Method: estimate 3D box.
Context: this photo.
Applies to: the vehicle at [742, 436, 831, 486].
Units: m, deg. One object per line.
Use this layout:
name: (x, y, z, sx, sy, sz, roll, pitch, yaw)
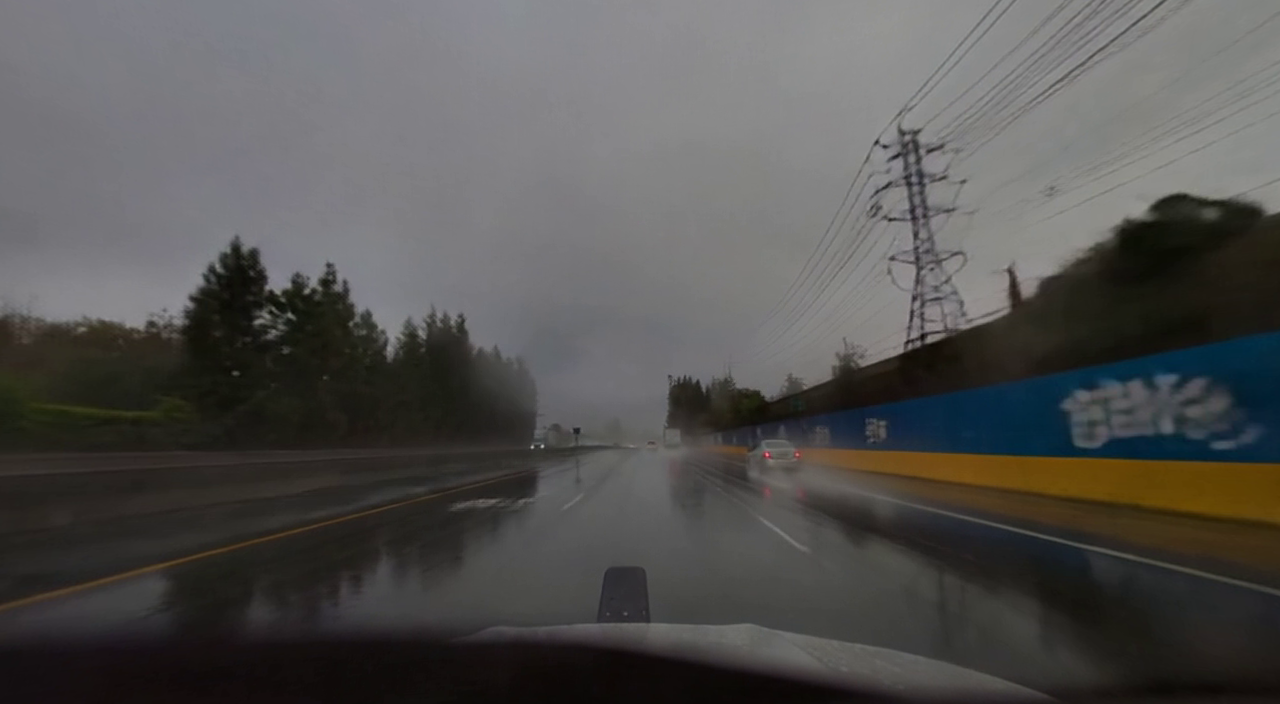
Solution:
vehicle: (4.796, 3.609, 21.147, 1.991, 1.494, 3.951, 0, -8, -1)
